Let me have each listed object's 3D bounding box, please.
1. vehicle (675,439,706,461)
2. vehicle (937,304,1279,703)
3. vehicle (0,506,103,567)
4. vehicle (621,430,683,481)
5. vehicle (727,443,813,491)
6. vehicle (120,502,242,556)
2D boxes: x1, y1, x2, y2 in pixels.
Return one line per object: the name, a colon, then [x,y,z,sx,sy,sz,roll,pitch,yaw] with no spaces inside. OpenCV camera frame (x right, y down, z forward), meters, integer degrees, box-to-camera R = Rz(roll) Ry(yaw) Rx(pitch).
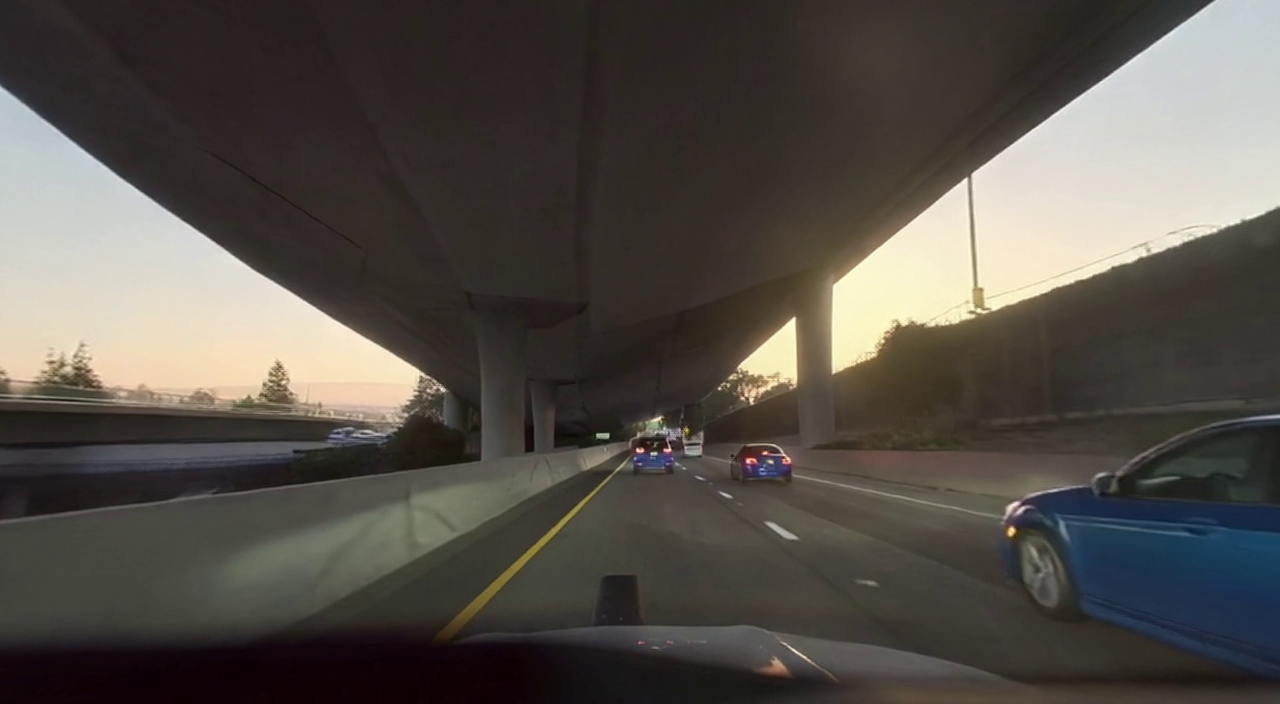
vehicle: [3.947,7.733,49.760,2.047,1.700,4.069,0,-9,-1]
vehicle: [4.106,0.861,3.215,2.404,2.014,5.655,0,-9,0]
vehicle: [-22.921,6.785,23.376,1.920,1.675,4.655,1,-9,-3]
vehicle: [0.458,4.162,25.493,2.264,1.841,4.583,0,-9,0]
vehicle: [4.385,3.940,21.959,2.047,1.500,4.017,1,-9,-2]
vehicle: [-19.132,7.356,26.518,1.939,1.689,4.298,1,-9,-1]
